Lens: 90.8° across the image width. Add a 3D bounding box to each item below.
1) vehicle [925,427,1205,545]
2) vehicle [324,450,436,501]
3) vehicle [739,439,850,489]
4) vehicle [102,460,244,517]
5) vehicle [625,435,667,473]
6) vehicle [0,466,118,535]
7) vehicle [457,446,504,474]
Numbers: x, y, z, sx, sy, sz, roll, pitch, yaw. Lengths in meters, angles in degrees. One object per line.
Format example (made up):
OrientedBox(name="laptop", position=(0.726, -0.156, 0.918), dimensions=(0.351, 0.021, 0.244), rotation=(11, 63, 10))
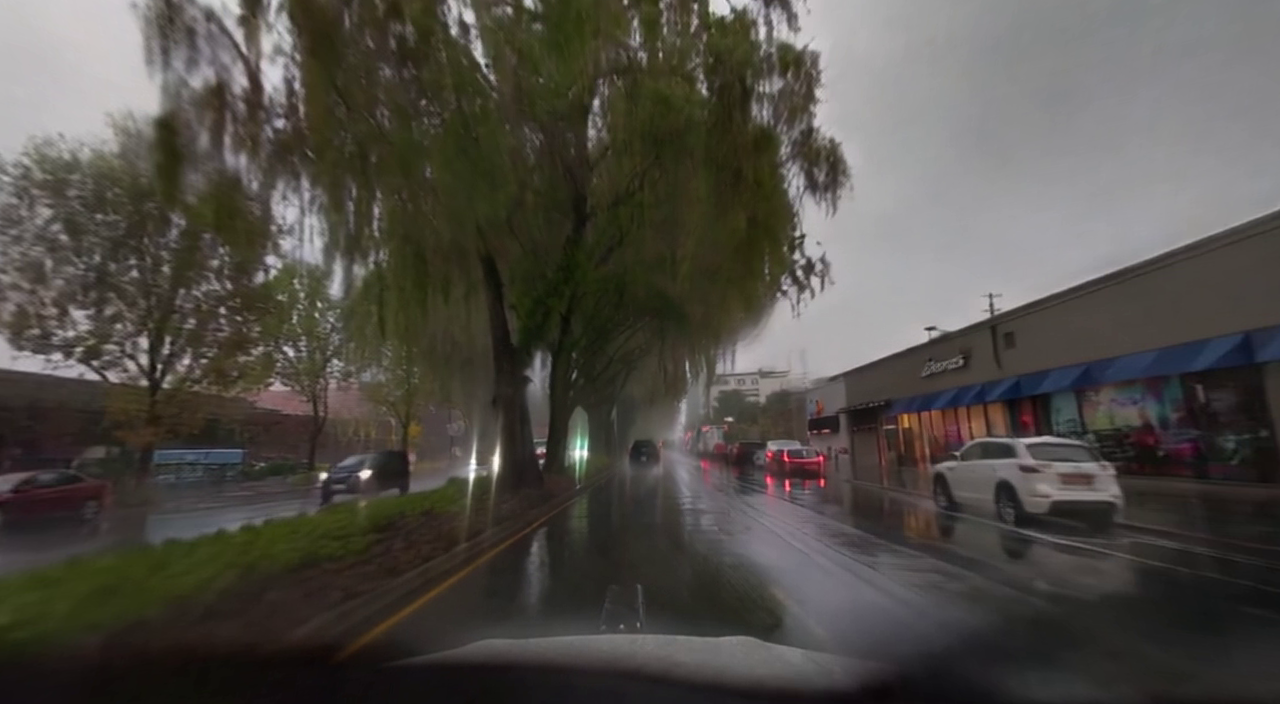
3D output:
OrientedBox(name="vehicle", position=(7.280, 2.309, 11.559), dimensions=(2.004, 1.714, 4.356), rotation=(0, -9, -1))
OrientedBox(name="vehicle", position=(-8.596, 4.077, 21.324), dimensions=(1.982, 1.505, 4.065), rotation=(0, -9, 1))
OrientedBox(name="vehicle", position=(5.695, 4.186, 24.032), dimensions=(2.114, 1.697, 4.739), rotation=(2, -9, -14))
OrientedBox(name="vehicle", position=(-15.994, 4.646, 21.965), dimensions=(1.801, 1.515, 4.323), rotation=(-4, -9, -2))
OrientedBox(name="vehicle", position=(0.400, 5.960, 37.104), dimensions=(2.293, 2.036, 4.853), rotation=(0, -9, 1))
OrientedBox(name="vehicle", position=(-16.052, 3.700, 15.835), dimensions=(1.962, 1.487, 4.652), rotation=(0, -9, -1))
OrientedBox(name="vehicle", position=(-11.491, 7.808, 45.891), dimensions=(2.127, 1.909, 4.830), rotation=(0, -9, 1))
